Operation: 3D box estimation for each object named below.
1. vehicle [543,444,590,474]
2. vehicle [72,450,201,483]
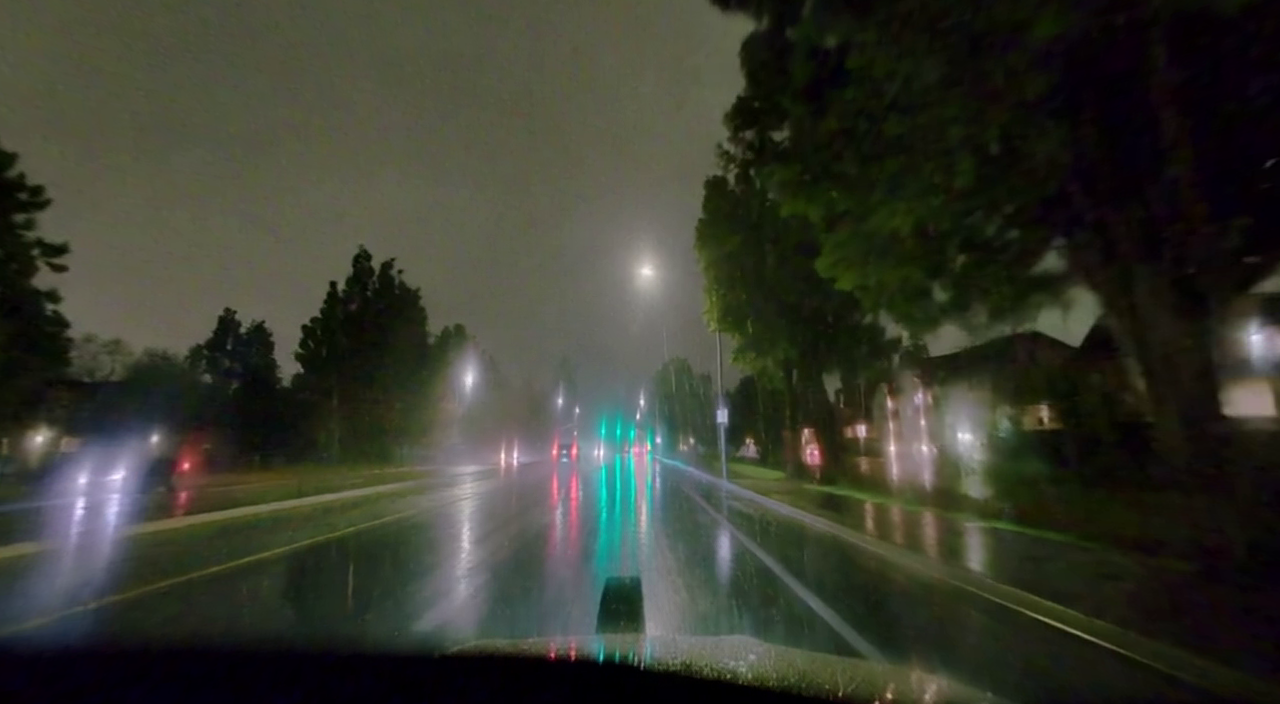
[{"bbox_3d":[-3.746,5.510,32.871,1.992,1.447,4.044,1,-8,0],"label":"vehicle"},{"bbox_3d":[-24.648,5.620,31.090,4.454,1.524,1.859,2,-9,-11],"label":"vehicle"}]
